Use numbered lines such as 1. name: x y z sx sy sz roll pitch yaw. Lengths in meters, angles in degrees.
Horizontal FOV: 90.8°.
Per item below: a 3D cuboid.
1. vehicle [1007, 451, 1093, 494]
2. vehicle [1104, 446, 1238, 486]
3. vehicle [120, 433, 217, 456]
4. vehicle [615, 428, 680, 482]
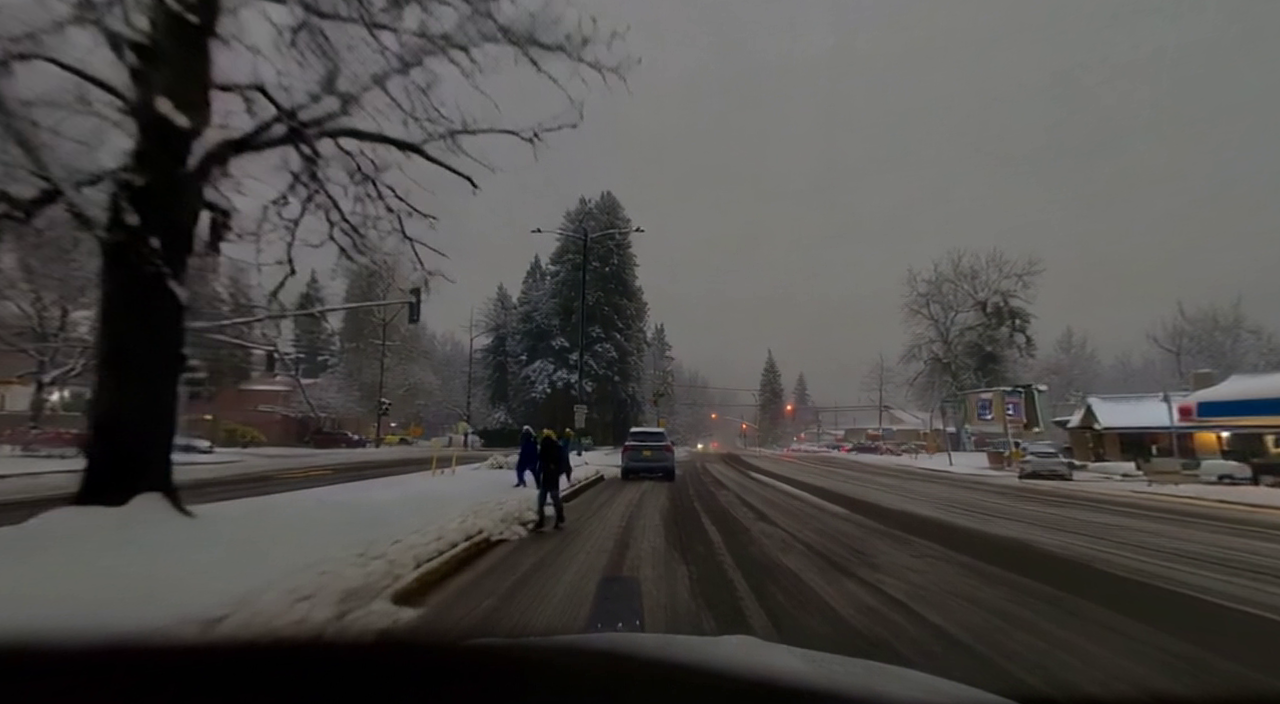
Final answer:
1. vehicle: 15.892 4.615 24.734 2.099 1.464 4.615 -4 -9 25
2. vehicle: 23.080 4.934 27.543 4.331 1.604 1.858 1 -9 -7
3. vehicle: -31.258 6.169 42.039 4.749 1.463 1.871 1 -9 -11
4. vehicle: 0.249 3.547 21.969 2.055 1.655 4.204 0 -9 1
